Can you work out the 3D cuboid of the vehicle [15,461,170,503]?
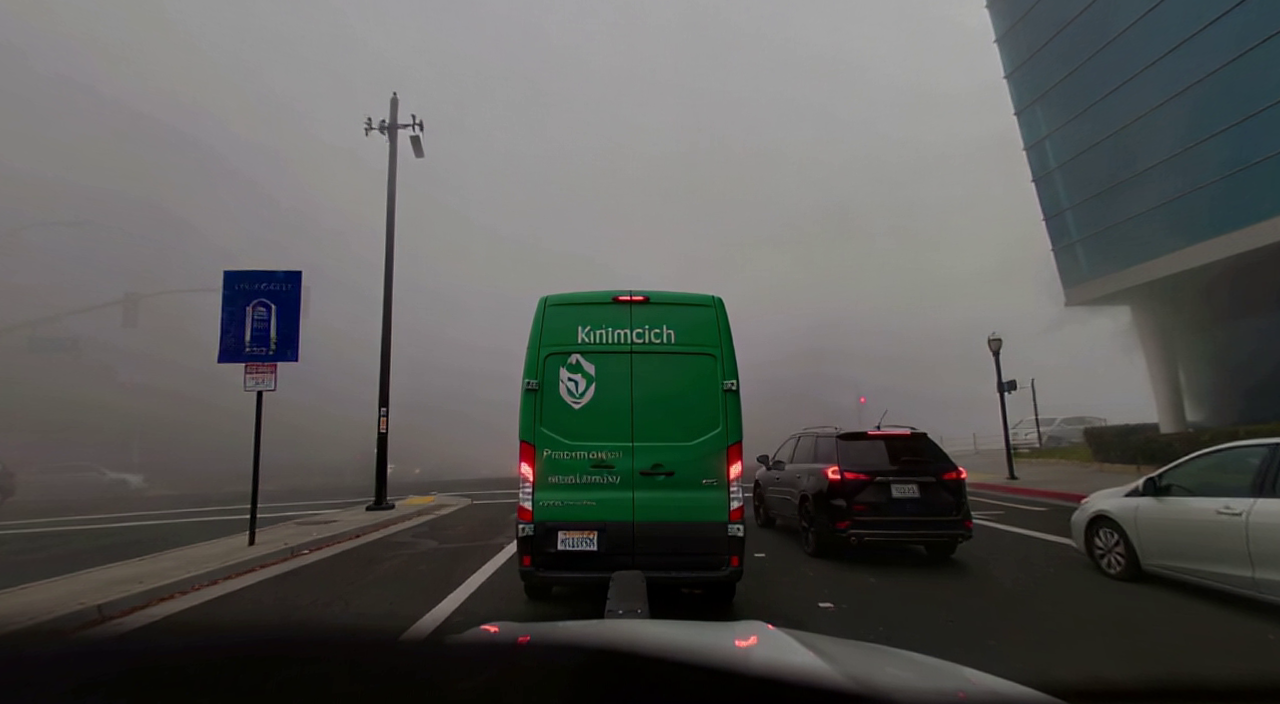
[{"bbox_3d":[-23.087,5.481,26.799,4.659,1.615,1.944,0,-8,-1],"label":"vehicle"}]

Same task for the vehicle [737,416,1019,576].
[{"bbox_3d":[2.887,1.867,9.040,2.183,1.676,4.506,0,-8,-1],"label":"vehicle"}]

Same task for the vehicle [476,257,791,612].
[{"bbox_3d":[-0.015,1.189,9.088,2.613,3.035,7.342,0,-8,1],"label":"vehicle"}]

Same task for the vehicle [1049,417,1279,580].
[{"bbox_3d":[7.529,1.577,6.990,1.963,1.669,4.678,3,-9,-20],"label":"vehicle"}]
